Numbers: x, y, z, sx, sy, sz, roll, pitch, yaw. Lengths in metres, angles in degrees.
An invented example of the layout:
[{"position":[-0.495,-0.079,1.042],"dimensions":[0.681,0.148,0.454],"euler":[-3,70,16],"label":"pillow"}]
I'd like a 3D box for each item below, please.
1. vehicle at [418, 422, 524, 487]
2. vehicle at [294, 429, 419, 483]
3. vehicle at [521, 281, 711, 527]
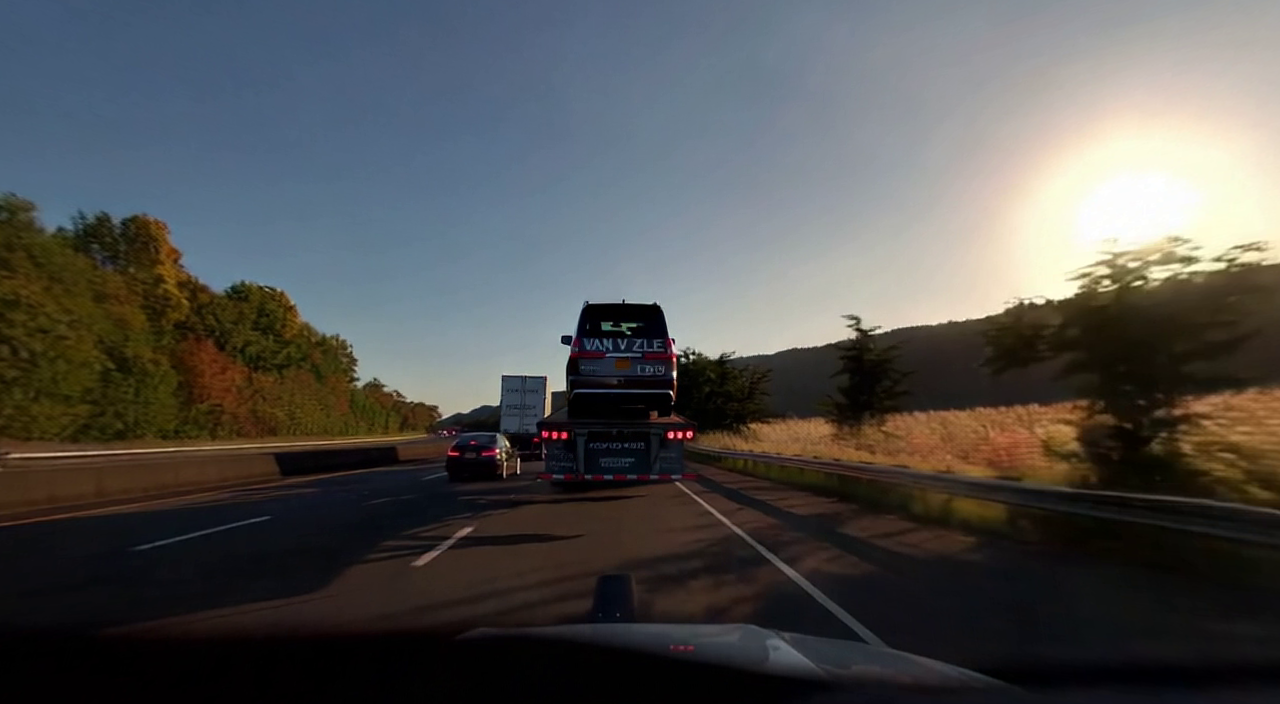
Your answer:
[{"position":[-4.753,2.930,18.455],"dimensions":[1.914,1.675,4.331],"euler":[0,-7,0],"label":"vehicle"},{"position":[-8.938,3.294,20.421],"dimensions":[1.897,1.524,4.790],"euler":[0,-7,-1],"label":"vehicle"},{"position":[-0.455,1.322,13.916],"dimensions":[2.738,3.628,9.223],"euler":[0,-7,-1],"label":"vehicle"}]
